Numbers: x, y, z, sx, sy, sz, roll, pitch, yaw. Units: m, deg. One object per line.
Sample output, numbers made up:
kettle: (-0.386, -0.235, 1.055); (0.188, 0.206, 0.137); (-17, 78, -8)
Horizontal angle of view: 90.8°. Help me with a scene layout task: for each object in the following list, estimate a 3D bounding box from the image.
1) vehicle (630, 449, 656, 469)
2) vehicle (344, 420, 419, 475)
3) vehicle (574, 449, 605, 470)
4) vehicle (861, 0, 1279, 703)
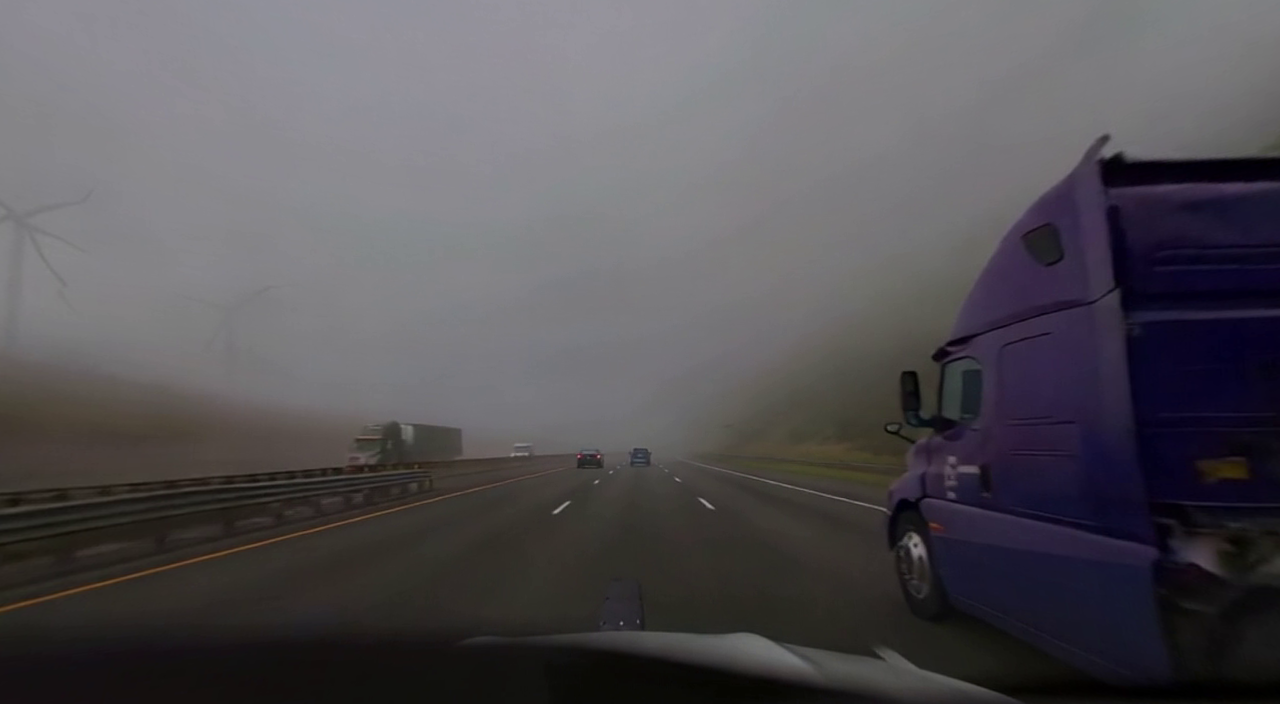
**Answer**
vehicle: (0.205, 8.065, 47.713); (1.931, 1.453, 3.695); (0, -9, 0)
vehicle: (-19.147, 7.134, 47.230); (2.992, 3.809, 5.910); (0, -9, 0)
vehicle: (-3.720, 8.016, 47.278); (1.952, 1.521, 4.095); (0, -9, 1)
vehicle: (3.734, -0.068, 3.155); (2.983, 3.940, 5.919); (0, -9, 0)
